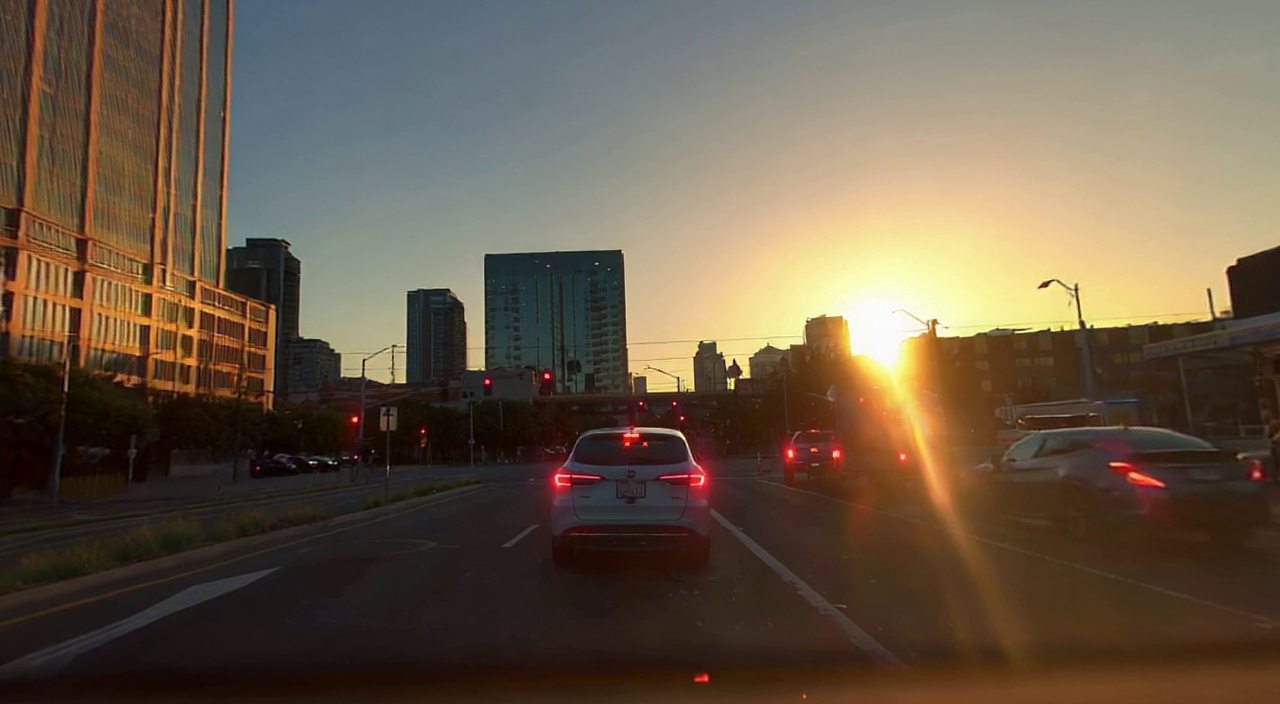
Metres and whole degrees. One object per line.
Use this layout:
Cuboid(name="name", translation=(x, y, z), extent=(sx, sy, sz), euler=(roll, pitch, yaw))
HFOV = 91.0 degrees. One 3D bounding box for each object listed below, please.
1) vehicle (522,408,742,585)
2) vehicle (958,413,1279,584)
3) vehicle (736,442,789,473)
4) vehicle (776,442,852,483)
Cuboid(name="vehicle", translation=(-0.063, 1.694, 8.115), extent=(2.115, 1.700, 3.901), euler=(0, -9, 1))
Cuboid(name="vehicle", translation=(6.503, 1.774, 8.499), extent=(2.072, 1.652, 4.611), euler=(0, -9, 1))
Cuboid(name="vehicle", translation=(6.259, 5.453, 32.633), extent=(1.961, 1.477, 4.454), euler=(0, -9, 2))
Cuboid(name="vehicle", translation=(6.854, 4.386, 25.300), extent=(1.833, 1.452, 4.237), euler=(0, -9, 0))
